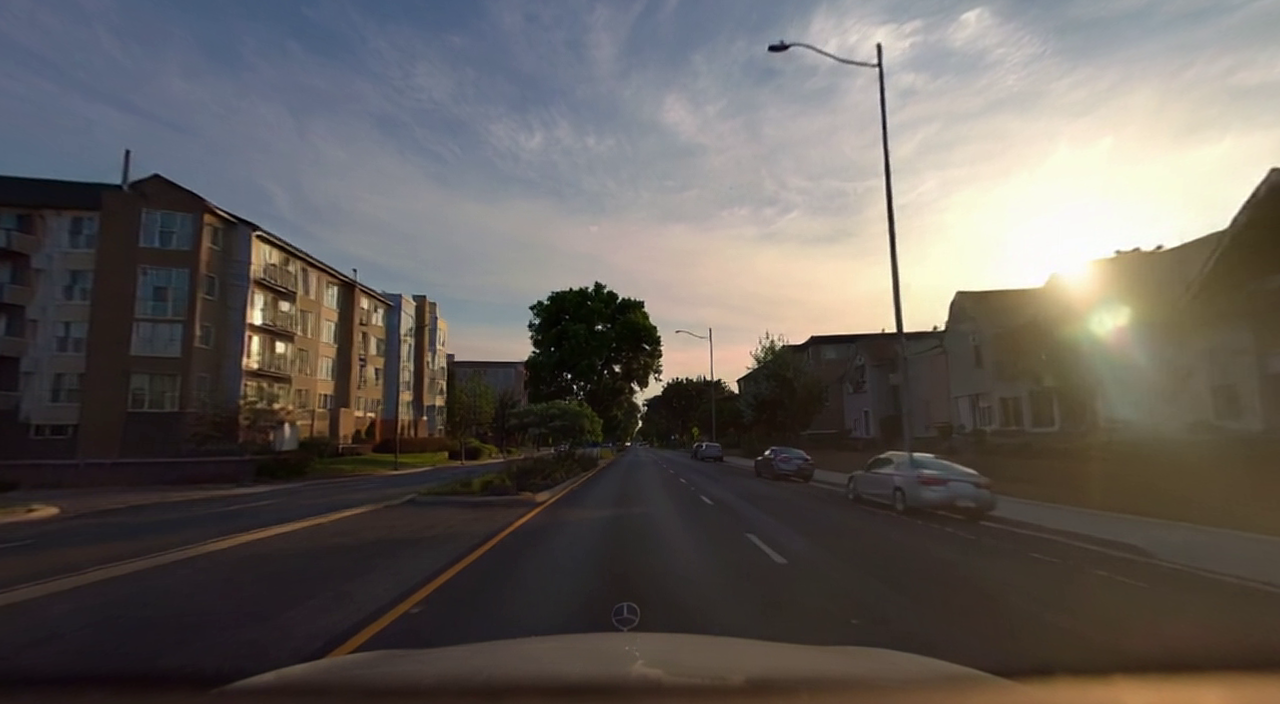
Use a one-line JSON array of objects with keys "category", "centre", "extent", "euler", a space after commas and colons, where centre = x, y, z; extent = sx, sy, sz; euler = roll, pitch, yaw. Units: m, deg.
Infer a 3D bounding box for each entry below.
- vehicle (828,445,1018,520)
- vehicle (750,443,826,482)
[{"category": "vehicle", "centre": [6.154, 2.864, 14.587], "extent": [2.013, 1.408, 5.011], "euler": [0, -8, -1]}, {"category": "vehicle", "centre": [6.099, 4.590, 26.661], "extent": [1.944, 1.478, 4.885], "euler": [0, -8, -1]}]
